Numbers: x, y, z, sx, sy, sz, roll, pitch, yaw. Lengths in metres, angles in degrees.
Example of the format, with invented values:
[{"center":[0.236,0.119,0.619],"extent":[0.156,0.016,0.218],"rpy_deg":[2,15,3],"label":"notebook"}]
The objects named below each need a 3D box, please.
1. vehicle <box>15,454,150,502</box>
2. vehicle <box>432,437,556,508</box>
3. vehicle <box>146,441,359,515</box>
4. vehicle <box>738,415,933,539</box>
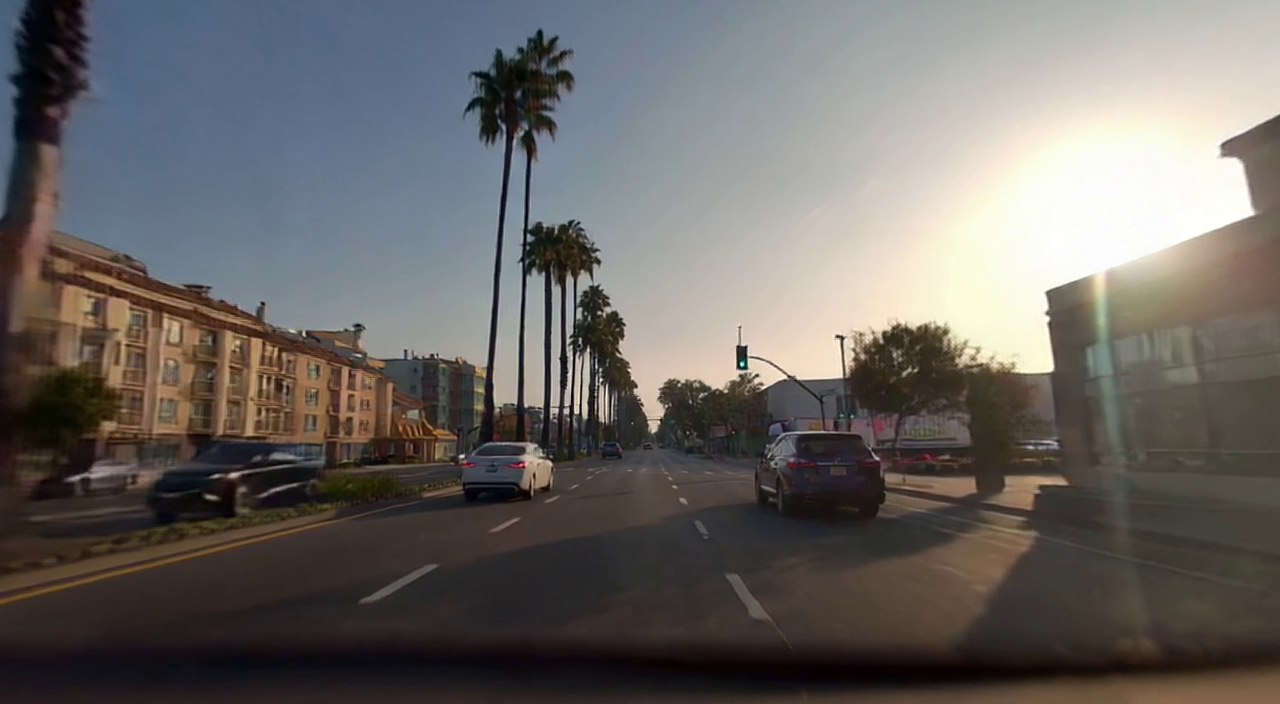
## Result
[{"center":[-22.742,5.103,26.019],"extent":[1.868,1.602,4.102],"rpy_deg":[-3,-8,0],"label":"vehicle"},{"center":[-3.431,2.904,15.672],"extent":[2.034,1.498,3.995],"rpy_deg":[0,-9,1],"label":"vehicle"},{"center":[-8.975,2.930,15.292],"extent":[1.970,1.482,4.778],"rpy_deg":[-1,-9,2],"label":"vehicle"},{"center":[3.067,2.071,11.027],"extent":[1.982,1.711,4.276],"rpy_deg":[0,-9,0],"label":"vehicle"}]
